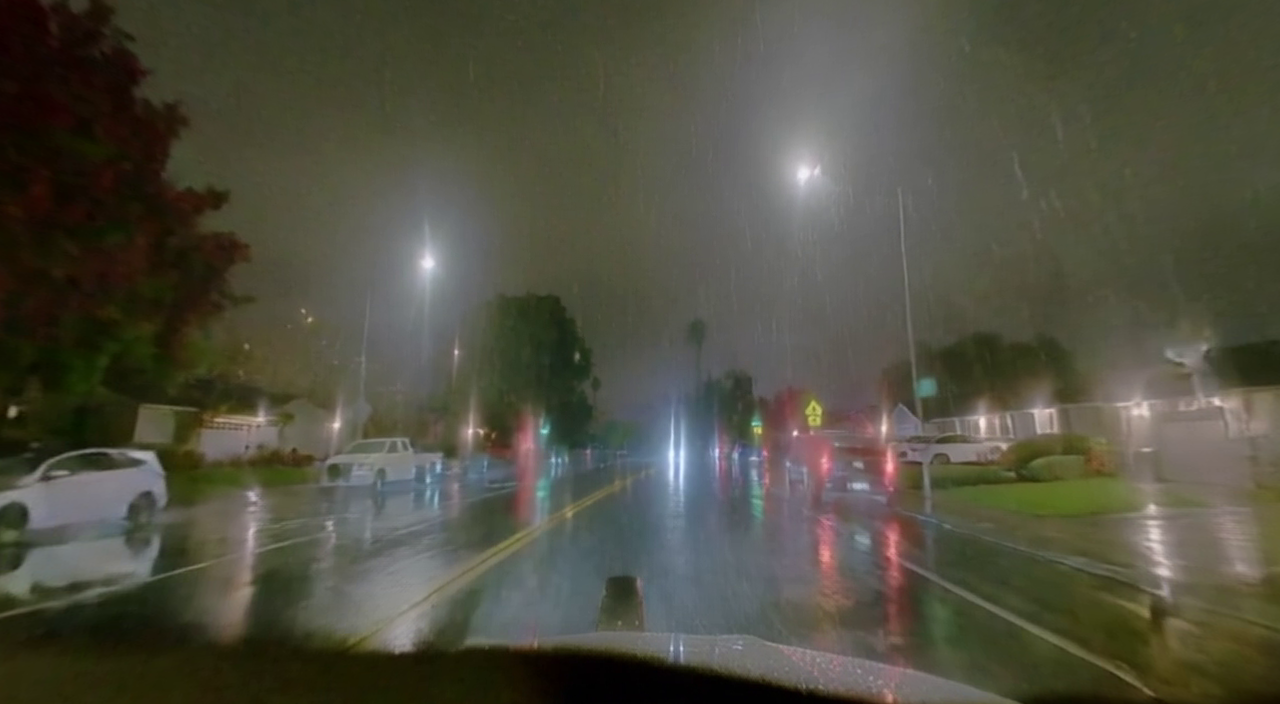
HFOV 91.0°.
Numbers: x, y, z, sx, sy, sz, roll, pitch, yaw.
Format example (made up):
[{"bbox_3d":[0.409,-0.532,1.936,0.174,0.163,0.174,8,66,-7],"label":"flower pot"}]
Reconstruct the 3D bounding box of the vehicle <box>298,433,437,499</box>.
[{"bbox_3d":[-9.964,4.202,23.619,2.450,1.998,5.367,-6,-9,5],"label":"vehicle"}]

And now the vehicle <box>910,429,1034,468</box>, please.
[{"bbox_3d":[15.668,4.568,29.970,4.637,1.661,2.158,-3,-8,9],"label":"vehicle"}]

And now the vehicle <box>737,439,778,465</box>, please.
[{"bbox_3d":[8.745,7.443,47.277,1.954,1.732,6.409,2,-8,1],"label":"vehicle"}]

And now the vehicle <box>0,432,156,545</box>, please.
[{"bbox_3d":[-11.220,2.356,10.785,2.105,1.776,4.657,-4,-9,1],"label":"vehicle"}]

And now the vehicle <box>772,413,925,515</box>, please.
[{"bbox_3d":[5.234,2.913,17.117,2.574,2.156,6.672,0,-8,6],"label":"vehicle"}]

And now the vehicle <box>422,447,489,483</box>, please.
[{"bbox_3d":[-9.142,5.588,31.546,1.967,1.488,4.216,-6,-9,1],"label":"vehicle"}]
